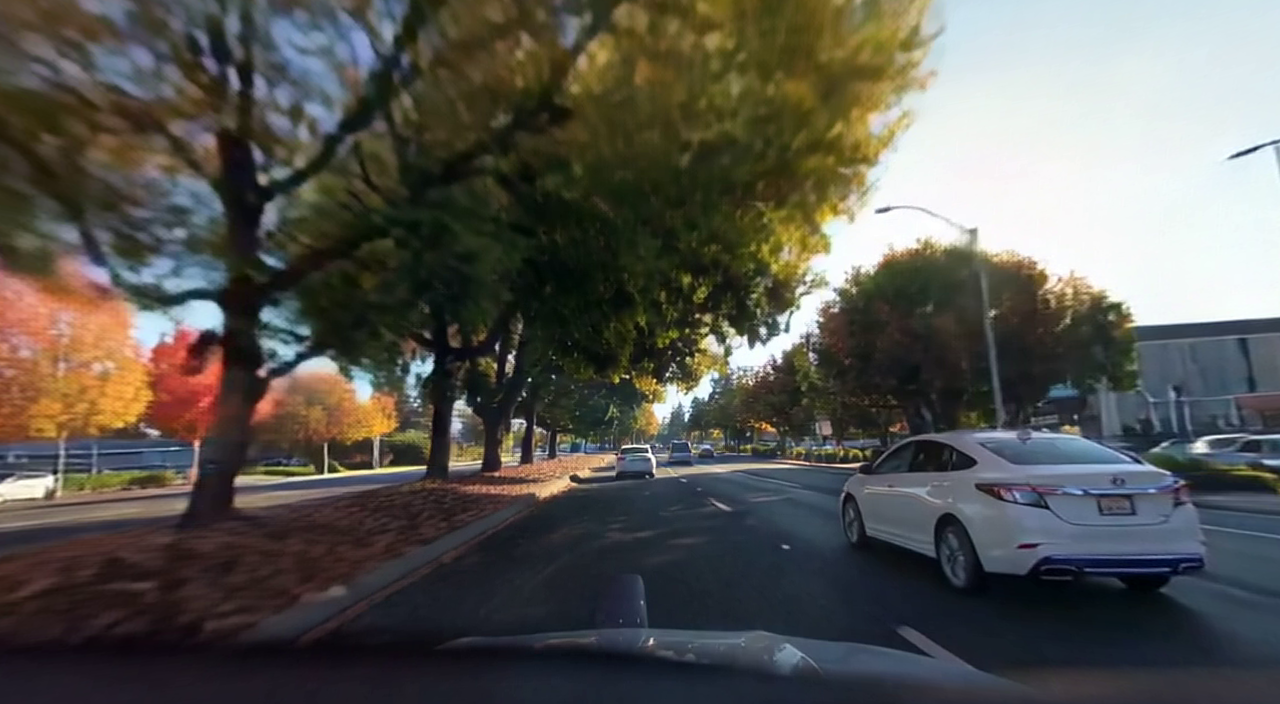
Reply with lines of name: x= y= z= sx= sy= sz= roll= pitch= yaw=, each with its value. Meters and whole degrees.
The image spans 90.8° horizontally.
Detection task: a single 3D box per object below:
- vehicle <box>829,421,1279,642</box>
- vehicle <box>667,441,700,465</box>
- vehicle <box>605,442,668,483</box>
vehicle: x=3.712 y=1.547 z=6.528 sx=2.094 sy=1.480 sz=4.323 roll=0 pitch=-9 yaw=-1
vehicle: x=3.310 y=7.761 z=48.827 sx=2.188 sy=1.760 sz=4.297 roll=0 pitch=-8 yaw=-1
vehicle: x=-0.182 y=4.339 z=25.236 sx=2.289 sy=1.471 sz=4.477 roll=0 pitch=-8 yaw=-1
